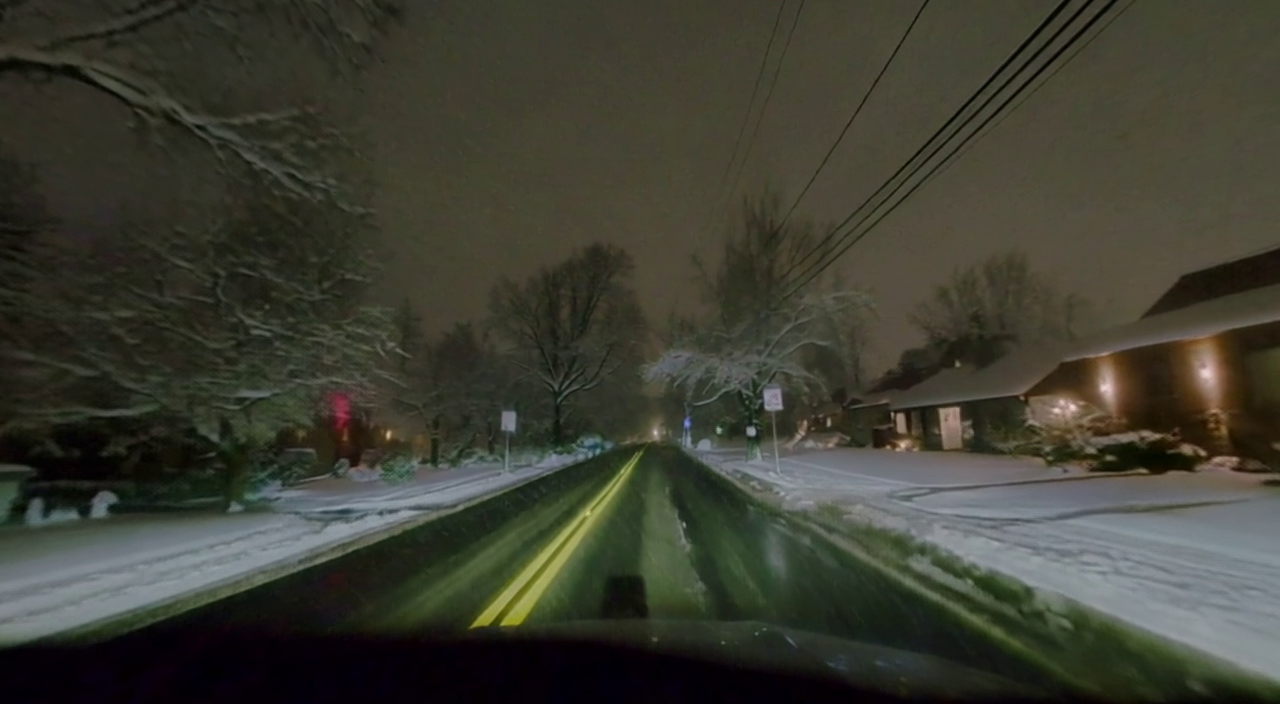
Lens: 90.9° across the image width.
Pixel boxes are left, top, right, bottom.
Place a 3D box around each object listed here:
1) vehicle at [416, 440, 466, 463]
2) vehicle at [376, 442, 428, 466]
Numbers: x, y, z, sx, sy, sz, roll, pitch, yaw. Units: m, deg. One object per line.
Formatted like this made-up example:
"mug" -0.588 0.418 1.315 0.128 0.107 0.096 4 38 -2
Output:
"vehicle" -13.836 6.936 44.142 1.830 1.495 4.641 0 -9 2
"vehicle" -16.691 7.123 44.357 1.903 1.500 4.214 -2 -8 2
